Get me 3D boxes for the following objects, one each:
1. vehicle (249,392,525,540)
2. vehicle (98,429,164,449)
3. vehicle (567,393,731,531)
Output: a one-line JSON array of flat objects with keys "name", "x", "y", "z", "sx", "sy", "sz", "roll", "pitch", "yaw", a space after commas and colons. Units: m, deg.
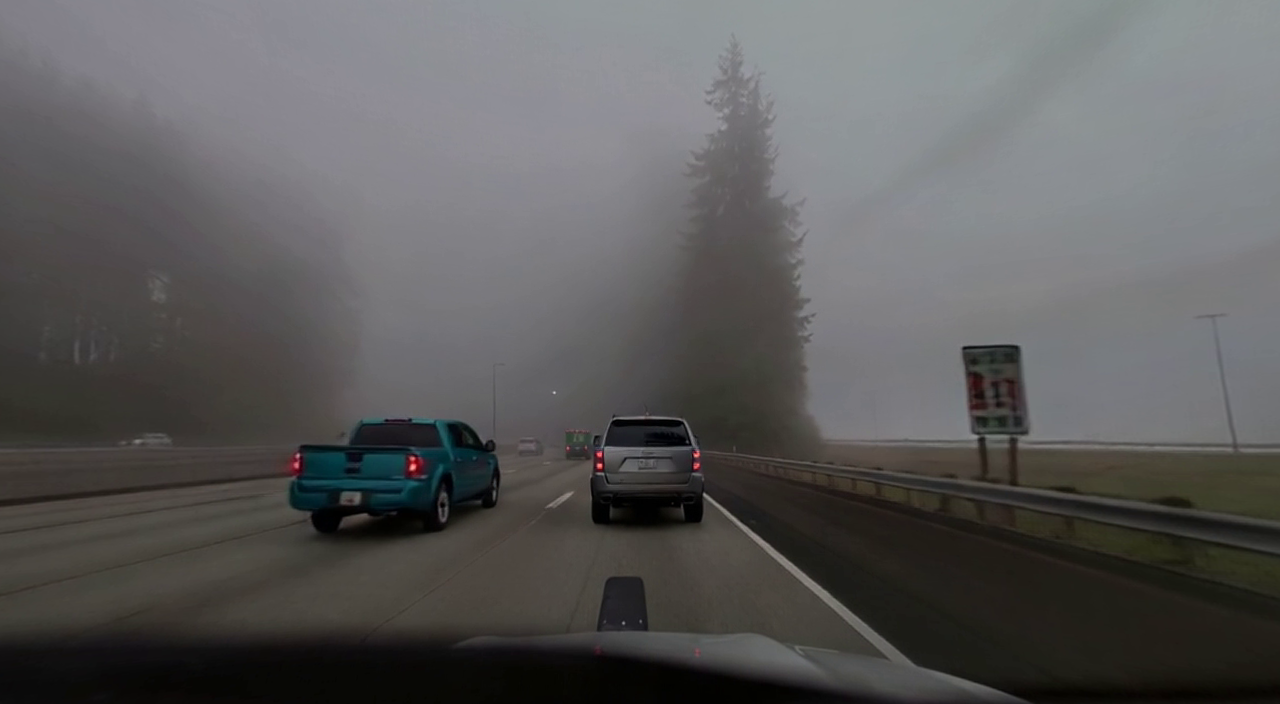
[{"name": "vehicle", "x": -3.898, "y": 1.930, "z": 11.255, "sx": 2.486, "sy": 1.962, "sz": 5.525, "roll": 0, "pitch": -8, "yaw": 2}, {"name": "vehicle", "x": -38.081, "y": 6.565, "z": 47.260, "sx": 1.842, "sy": 1.418, "sz": 3.569, "roll": 0, "pitch": -8, "yaw": 2}, {"name": "vehicle", "x": 0.131, "y": 1.967, "z": 11.736, "sx": 2.395, "sy": 2.013, "sz": 4.734, "roll": 0, "pitch": -8, "yaw": 0}]
